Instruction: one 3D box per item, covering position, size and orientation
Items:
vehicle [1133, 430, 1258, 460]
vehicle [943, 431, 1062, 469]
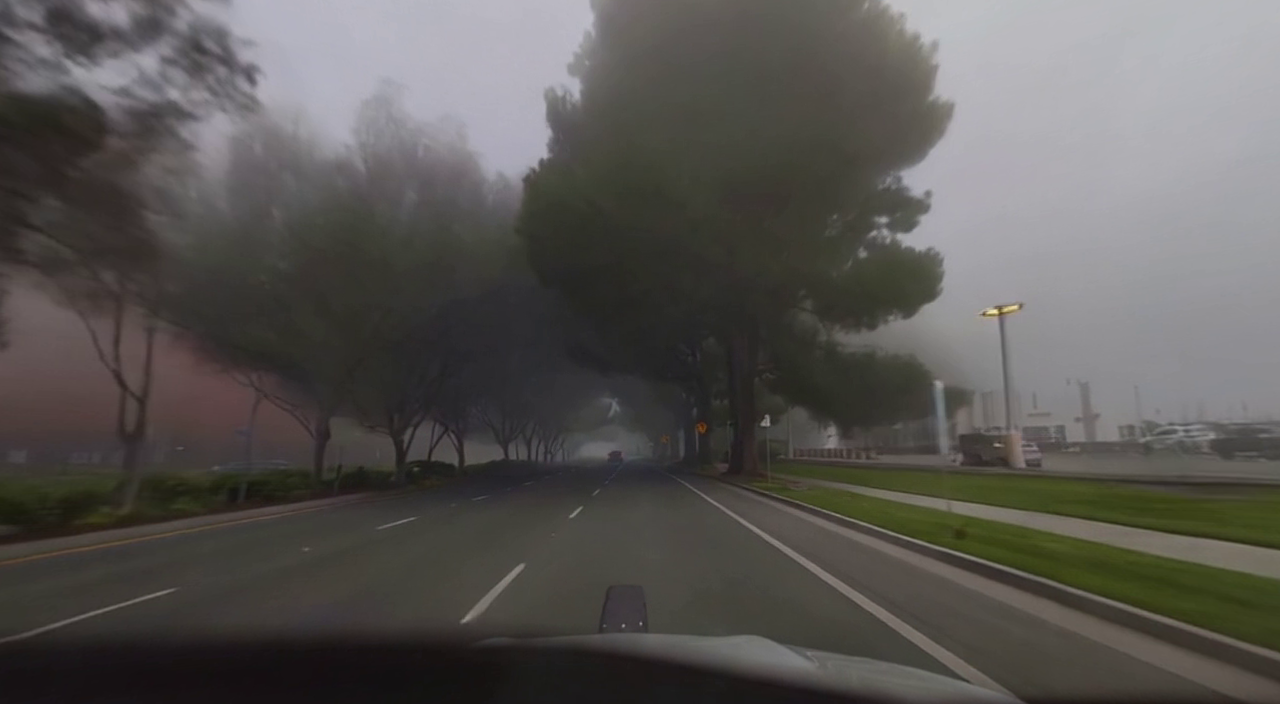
[{"bbox_3d":[29.029,4.891,33.100,1.910,1.451,4.433,5,-10,-32],"label":"vehicle"},{"bbox_3d":[14.250,3.877,24.943,3.641,1.408,1.584,-1,-9,2],"label":"vehicle"}]
